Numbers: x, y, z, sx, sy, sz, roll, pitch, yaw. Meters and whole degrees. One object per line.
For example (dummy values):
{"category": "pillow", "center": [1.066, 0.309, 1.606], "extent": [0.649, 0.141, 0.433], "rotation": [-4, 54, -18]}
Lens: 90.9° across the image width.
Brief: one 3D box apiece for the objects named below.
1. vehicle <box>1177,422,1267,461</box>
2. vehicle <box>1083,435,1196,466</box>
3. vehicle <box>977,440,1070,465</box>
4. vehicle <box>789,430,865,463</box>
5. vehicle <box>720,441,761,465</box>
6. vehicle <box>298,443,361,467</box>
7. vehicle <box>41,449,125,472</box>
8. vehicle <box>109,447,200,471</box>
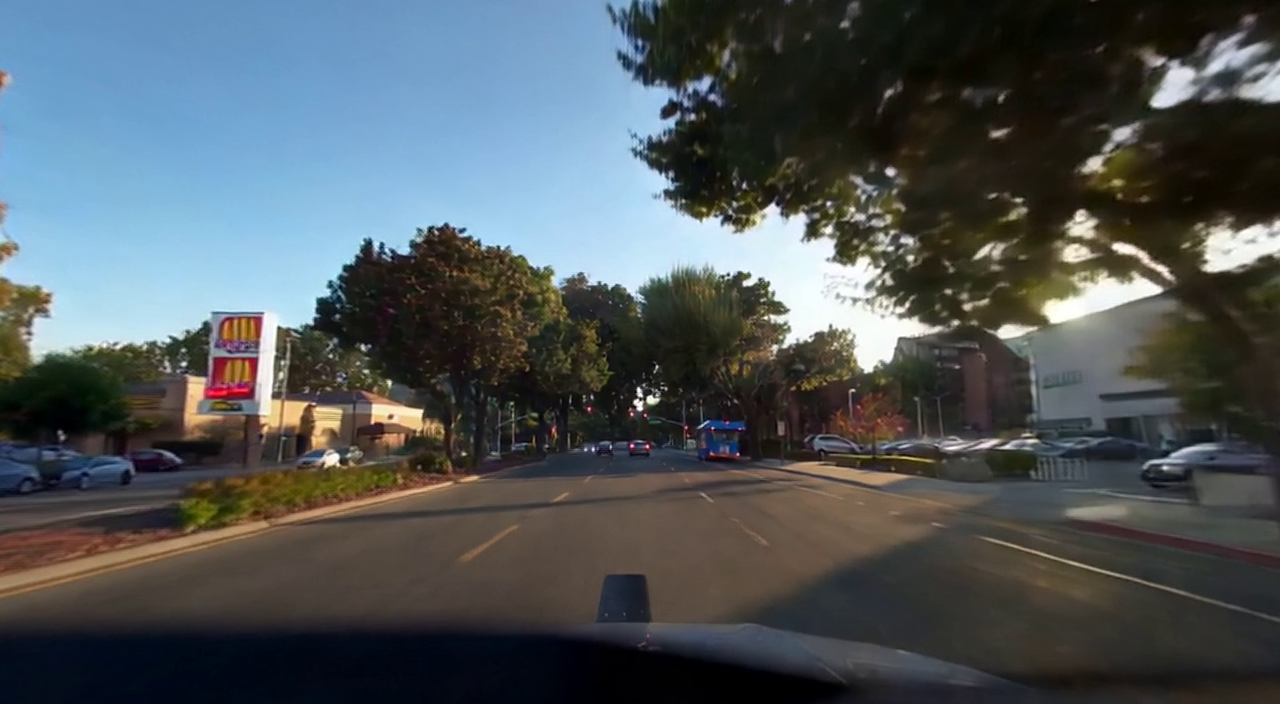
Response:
{"category": "vehicle", "center": [40.204, 6.173, 43.509], "extent": [6.741, 2.278, 2.778], "rotation": [2, -9, -34]}
{"category": "vehicle", "center": [28.740, 5.698, 36.479], "extent": [4.589, 1.524, 1.999], "rotation": [-6, -7, 21]}
{"category": "vehicle", "center": [23.965, 6.281, 39.482], "extent": [4.744, 1.481, 1.855], "rotation": [-6, -10, 34]}
{"category": "vehicle", "center": [13.656, 6.844, 45.896], "extent": [5.354, 2.214, 2.504], "rotation": [6, -11, -38]}
{"category": "vehicle", "center": [6.680, 6.742, 42.283], "extent": [1.980, 1.473, 4.537], "rotation": [0, -8, 0]}
{"category": "vehicle", "center": [-22.871, 7.603, 46.662], "extent": [1.936, 1.654, 4.857], "rotation": [-1, -8, 4]}
{"category": "vehicle", "center": [-36.578, 7.127, 41.425], "extent": [4.232, 1.477, 1.772], "rotation": [-2, -9, 11]}
{"category": "vehicle", "center": [-31.304, 6.895, 40.702], "extent": [4.566, 1.484, 2.051], "rotation": [-2, -9, 12]}
